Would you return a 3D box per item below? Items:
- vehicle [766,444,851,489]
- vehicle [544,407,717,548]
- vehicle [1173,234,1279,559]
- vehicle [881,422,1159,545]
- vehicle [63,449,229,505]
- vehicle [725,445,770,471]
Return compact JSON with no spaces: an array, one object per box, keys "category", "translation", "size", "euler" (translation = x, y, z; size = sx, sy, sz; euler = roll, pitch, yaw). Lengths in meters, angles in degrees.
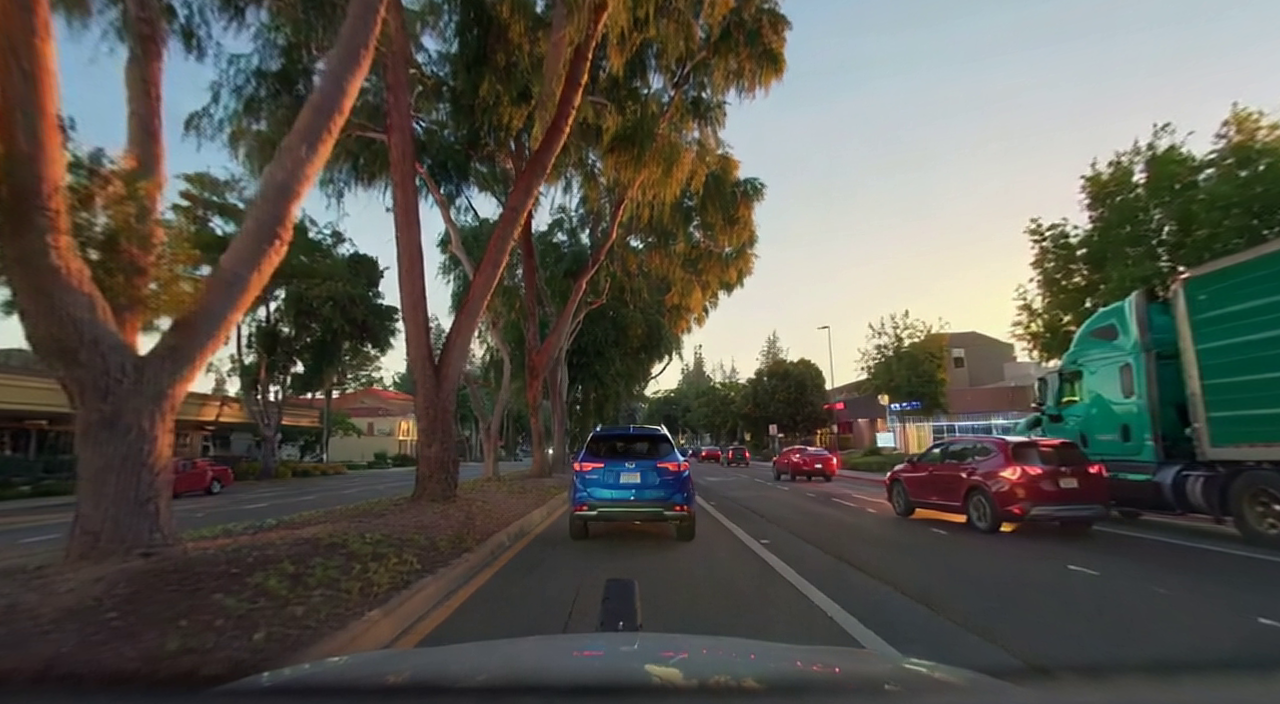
[{"category":"vehicle","translation":[6.408,4.389,24.559],"size":[2.035,1.553,4.465],"euler":[0,-9,0]},{"category":"vehicle","translation":[-0.153,2.001,10.660],"size":[2.320,1.880,4.192],"euler":[0,-9,-1]},{"category":"vehicle","translation":[9.968,-0.512,1.220],"size":[2.879,4.284,17.334],"euler":[0,-9,0]},{"category":"vehicle","translation":[6.181,2.177,11.118],"size":[2.056,1.703,4.428],"euler":[0,-9,-1]},{"category":"vehicle","translation":[-19.311,4.861,25.156],"size":[2.302,1.939,5.221],"euler":[0,-9,1]},{"category":"vehicle","translation":[6.533,6.474,38.846],"size":[1.914,1.523,4.287],"euler":[0,-9,-1]}]
